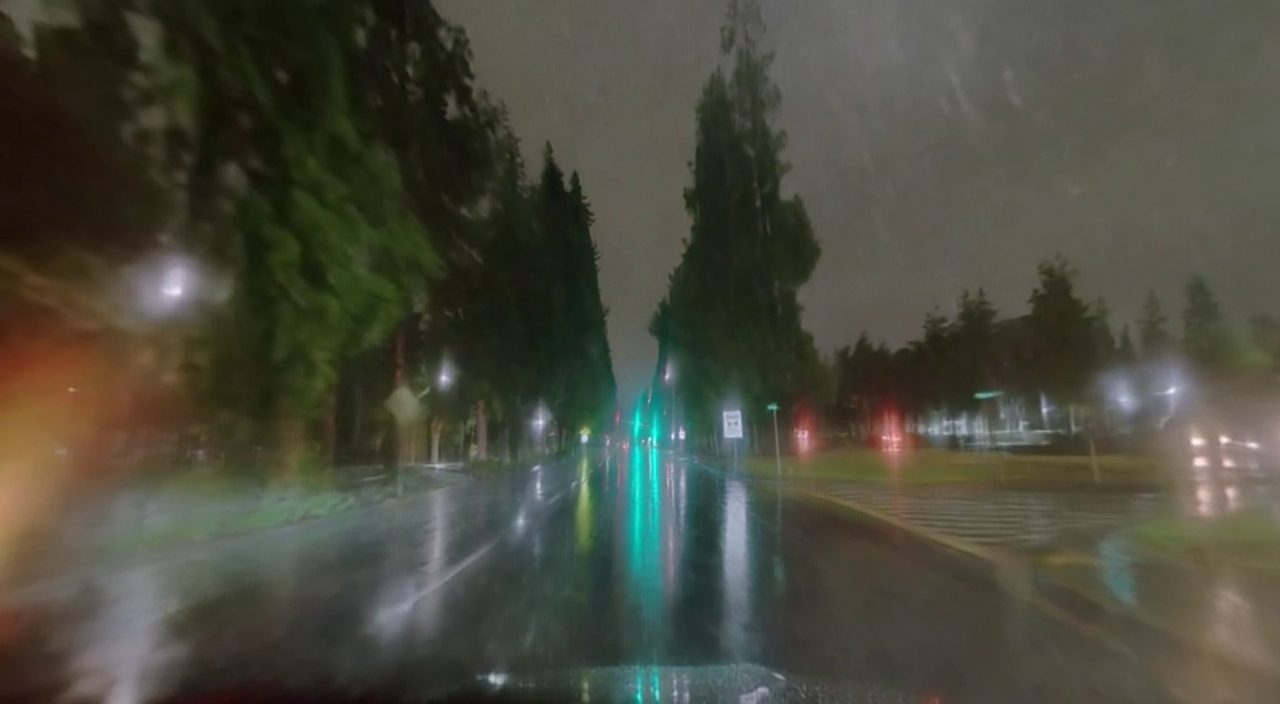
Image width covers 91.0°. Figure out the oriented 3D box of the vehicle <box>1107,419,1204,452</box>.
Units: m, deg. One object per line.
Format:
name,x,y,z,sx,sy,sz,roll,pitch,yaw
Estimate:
vehicle,29.841,4.852,36.501,3.879,1.820,1.862,0,-8,2
